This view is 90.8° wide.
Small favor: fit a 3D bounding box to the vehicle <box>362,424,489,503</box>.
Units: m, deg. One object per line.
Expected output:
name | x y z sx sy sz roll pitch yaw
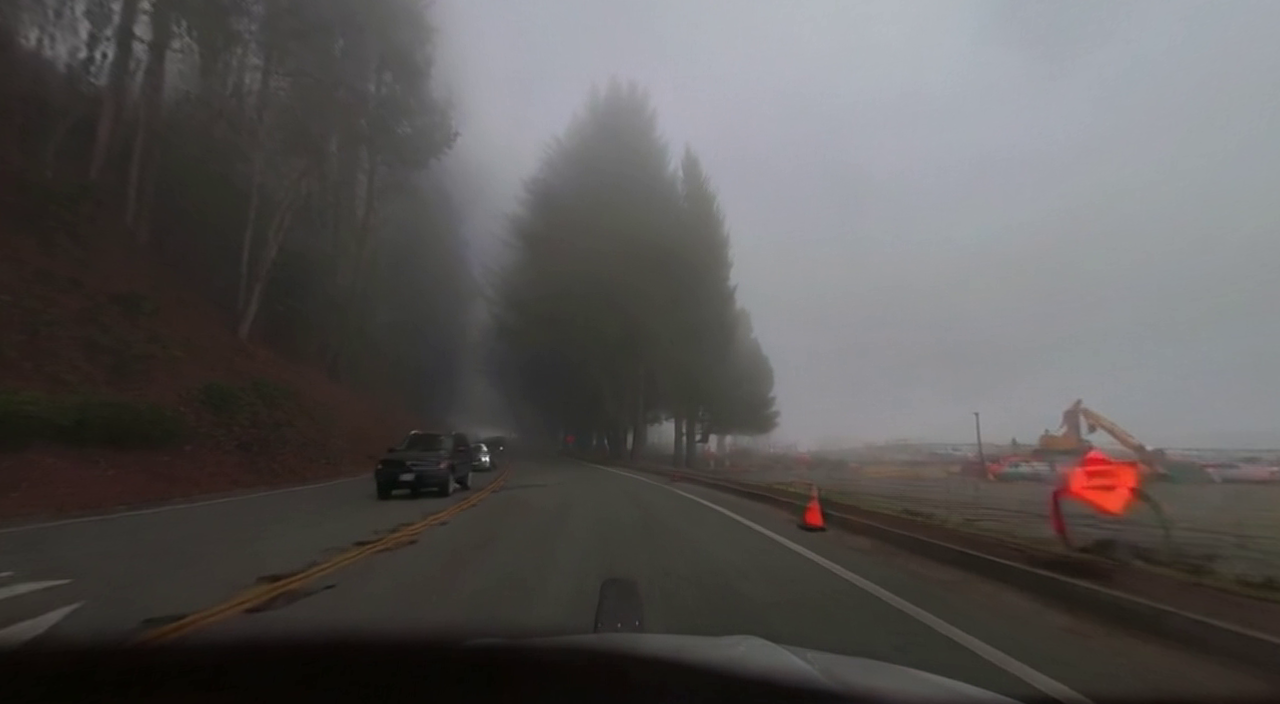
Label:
vehicle | -5.767 3.025 17.676 2.193 1.885 4.474 0 -8 -4
